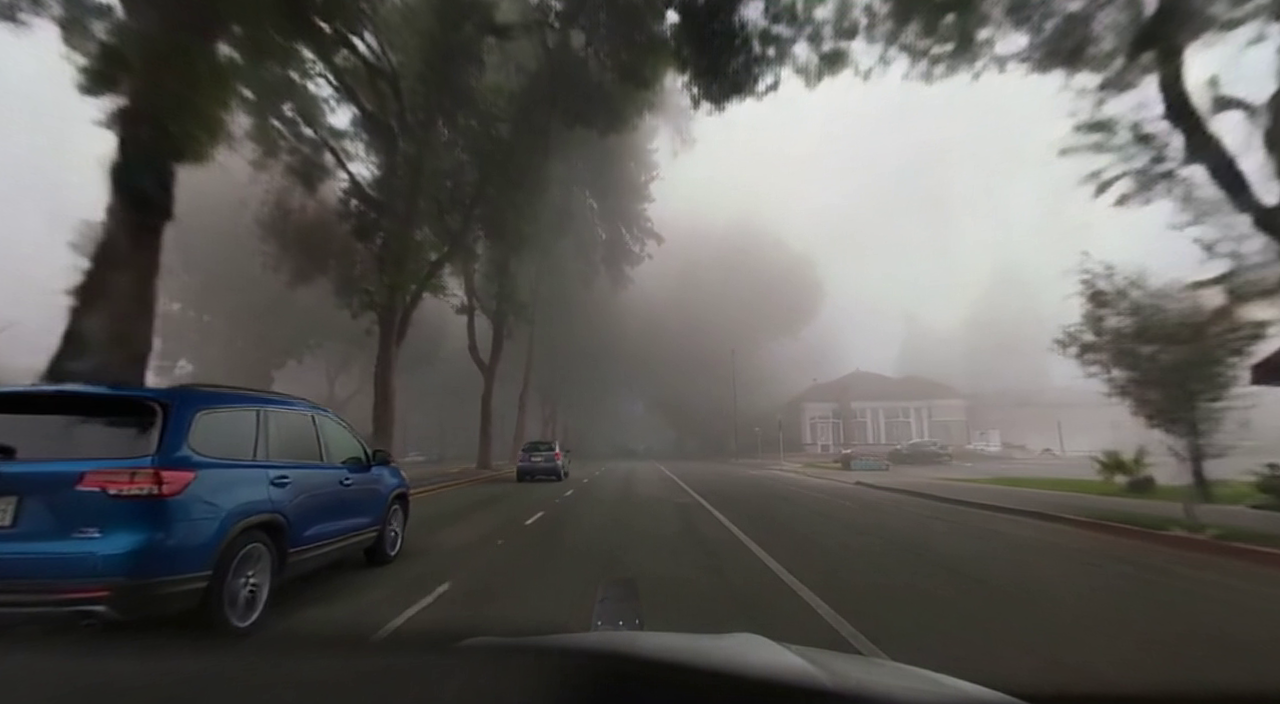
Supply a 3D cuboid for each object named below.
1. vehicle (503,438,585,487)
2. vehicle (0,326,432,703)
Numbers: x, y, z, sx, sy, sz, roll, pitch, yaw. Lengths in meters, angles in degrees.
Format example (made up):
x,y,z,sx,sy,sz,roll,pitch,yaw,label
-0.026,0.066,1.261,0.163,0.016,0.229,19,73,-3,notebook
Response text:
x,y,z,sx,sy,sz,roll,pitch,yaw,label
-3.139,3.729,21.644,2.069,1.470,4.601,0,-8,1,vehicle
-3.415,1.090,5.041,2.042,1.817,4.364,0,-8,-1,vehicle
